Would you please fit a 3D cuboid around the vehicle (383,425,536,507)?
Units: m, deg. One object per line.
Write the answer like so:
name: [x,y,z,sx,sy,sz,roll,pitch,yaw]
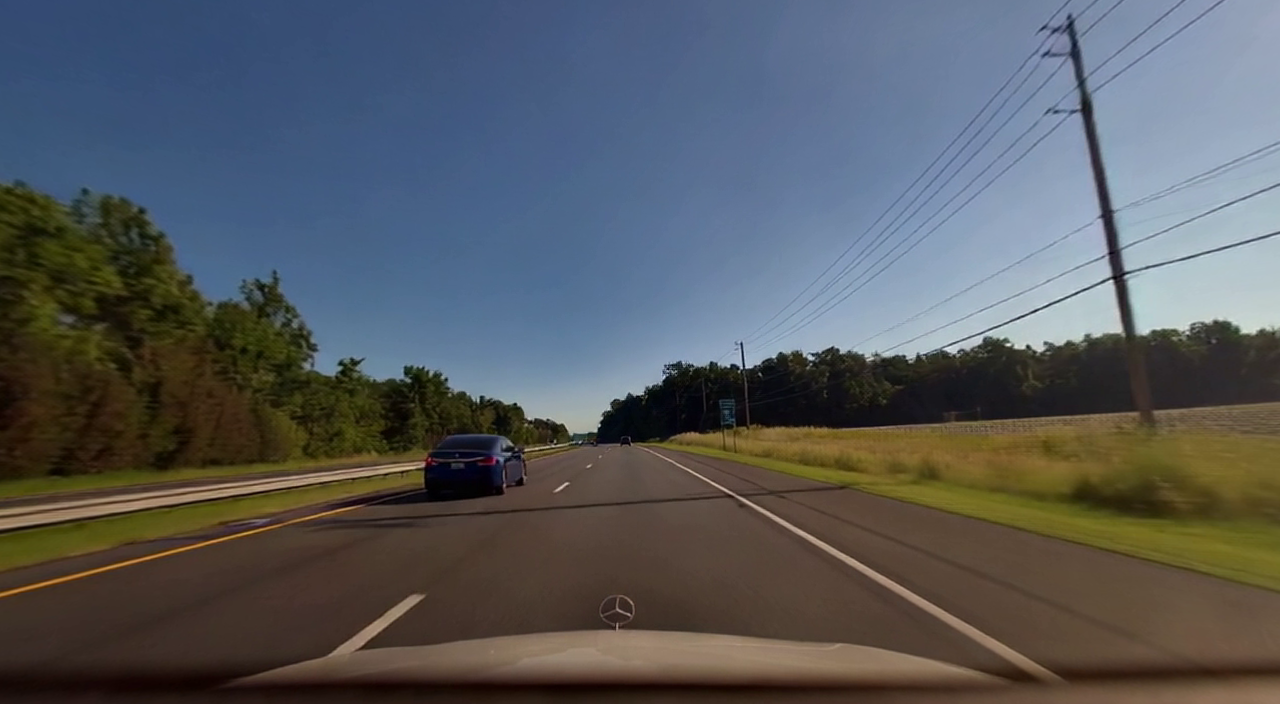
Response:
vehicle: [-3.822,2.489,14.382,2.150,1.532,4.671,0,-8,-1]
